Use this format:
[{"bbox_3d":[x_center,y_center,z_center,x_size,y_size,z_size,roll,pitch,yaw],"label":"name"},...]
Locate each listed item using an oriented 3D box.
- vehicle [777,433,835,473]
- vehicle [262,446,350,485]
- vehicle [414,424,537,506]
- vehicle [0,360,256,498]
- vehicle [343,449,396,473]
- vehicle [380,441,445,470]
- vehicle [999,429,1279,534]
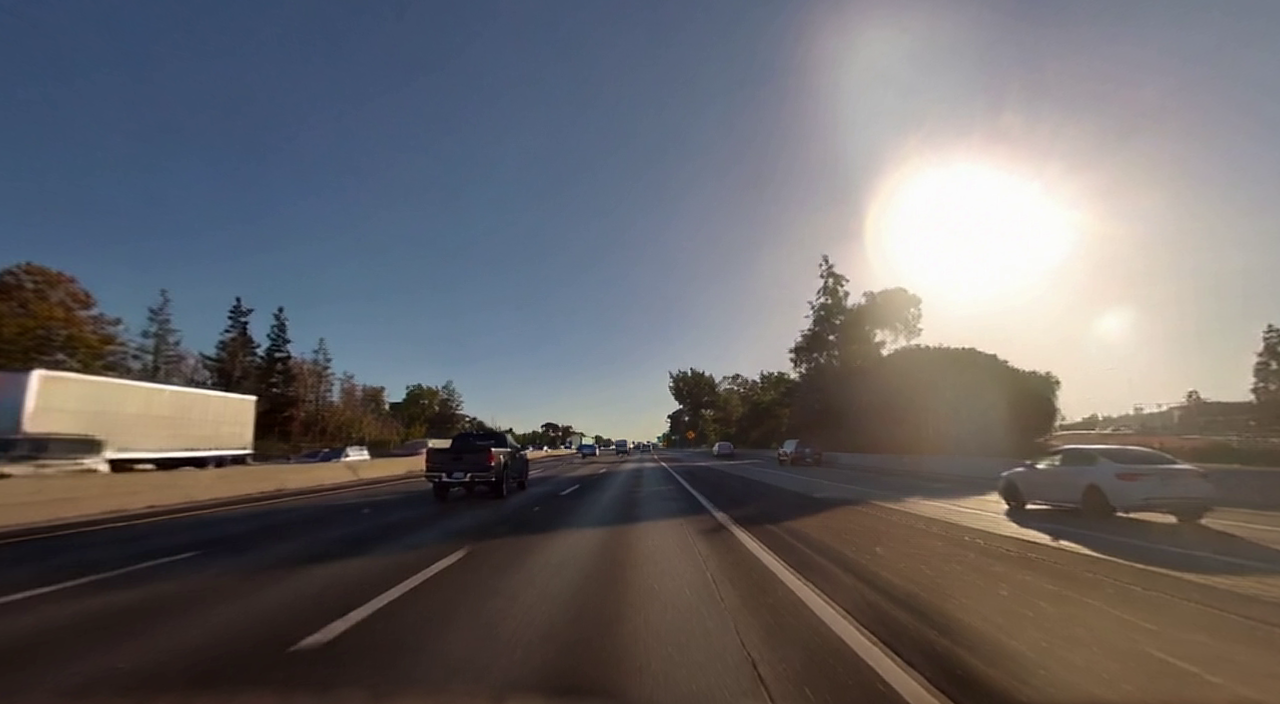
[{"bbox_3d":[9.533,5.857,36.713,2.061,2.115,4.635,0,-9,0],"label":"vehicle"},{"bbox_3d":[-17.084,5.788,32.530,2.042,1.826,4.395,0,-9,1],"label":"vehicle"},{"bbox_3d":[-4.293,3.047,17.388,1.994,1.911,4.819,0,-9,1],"label":"vehicle"},{"bbox_3d":[-24.992,3.780,29.363,3.645,4.961,16.706,0,-9,0],"label":"vehicle"},{"bbox_3d":[-20.692,8.333,48.412,1.929,1.710,4.688,0,-9,1],"label":"vehicle"},{"bbox_3d":[-17.077,7.805,47.784,2.477,2.066,5.967,0,-9,2],"label":"vehicle"},{"bbox_3d":[9.199,2.382,12.177,1.971,1.638,4.295,0,-9,0],"label":"vehicle"}]
